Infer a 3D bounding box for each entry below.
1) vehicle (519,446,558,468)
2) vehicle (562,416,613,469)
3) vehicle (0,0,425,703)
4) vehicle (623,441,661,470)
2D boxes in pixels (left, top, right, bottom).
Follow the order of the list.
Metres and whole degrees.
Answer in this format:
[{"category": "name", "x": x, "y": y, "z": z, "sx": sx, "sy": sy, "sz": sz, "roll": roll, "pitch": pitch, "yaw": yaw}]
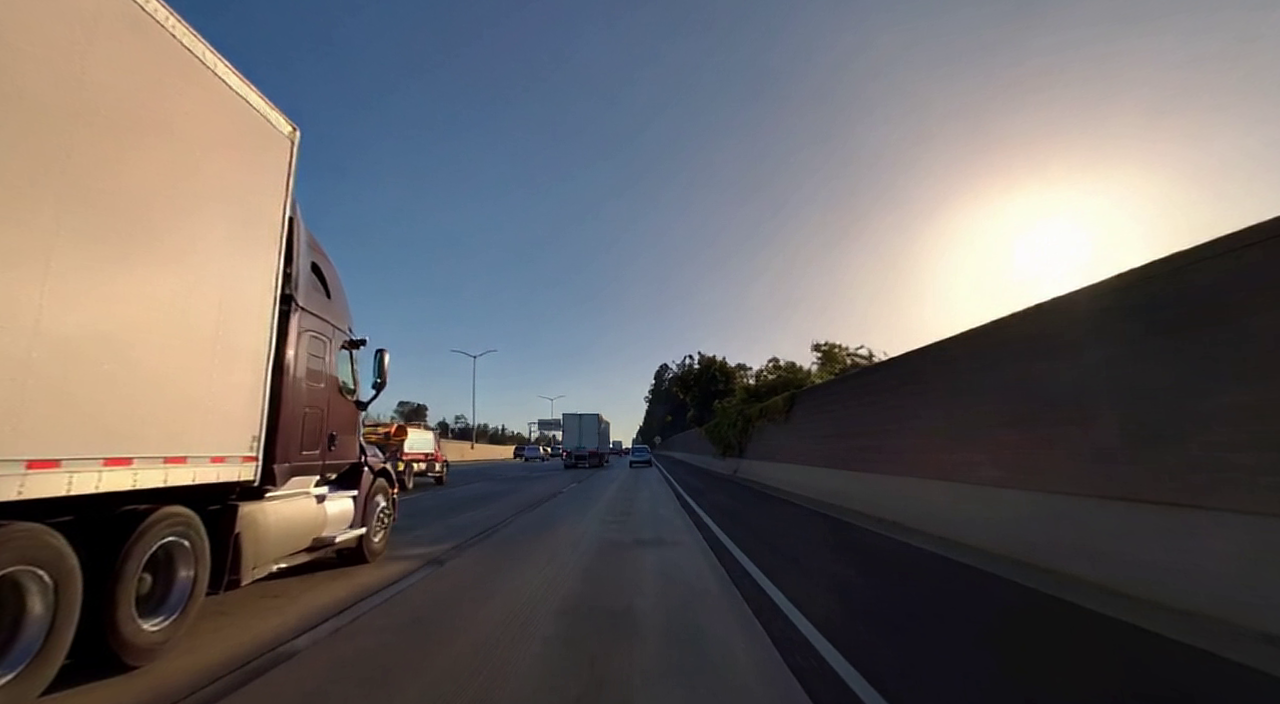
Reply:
[{"category": "vehicle", "x": -7.187, "y": 7.455, "z": 44.929, "sx": 1.962, "sy": 1.489, "sz": 4.002, "roll": 0, "pitch": -9, "yaw": 1}, {"category": "vehicle", "x": -3.546, "y": 6.488, "z": 44.857, "sx": 2.956, "sy": 3.331, "sz": 9.575, "roll": 0, "pitch": -9, "yaw": -1}, {"category": "vehicle", "x": -3.669, "y": 0.013, "z": 1.307, "sx": 3.025, "sy": 3.266, "sz": 9.256, "roll": 0, "pitch": -9, "yaw": 1}, {"category": "vehicle", "x": 0.136, "y": 6.219, "z": 37.919, "sx": 2.178, "sy": 1.640, "sz": 4.071, "roll": 0, "pitch": -9, "yaw": 1}]
